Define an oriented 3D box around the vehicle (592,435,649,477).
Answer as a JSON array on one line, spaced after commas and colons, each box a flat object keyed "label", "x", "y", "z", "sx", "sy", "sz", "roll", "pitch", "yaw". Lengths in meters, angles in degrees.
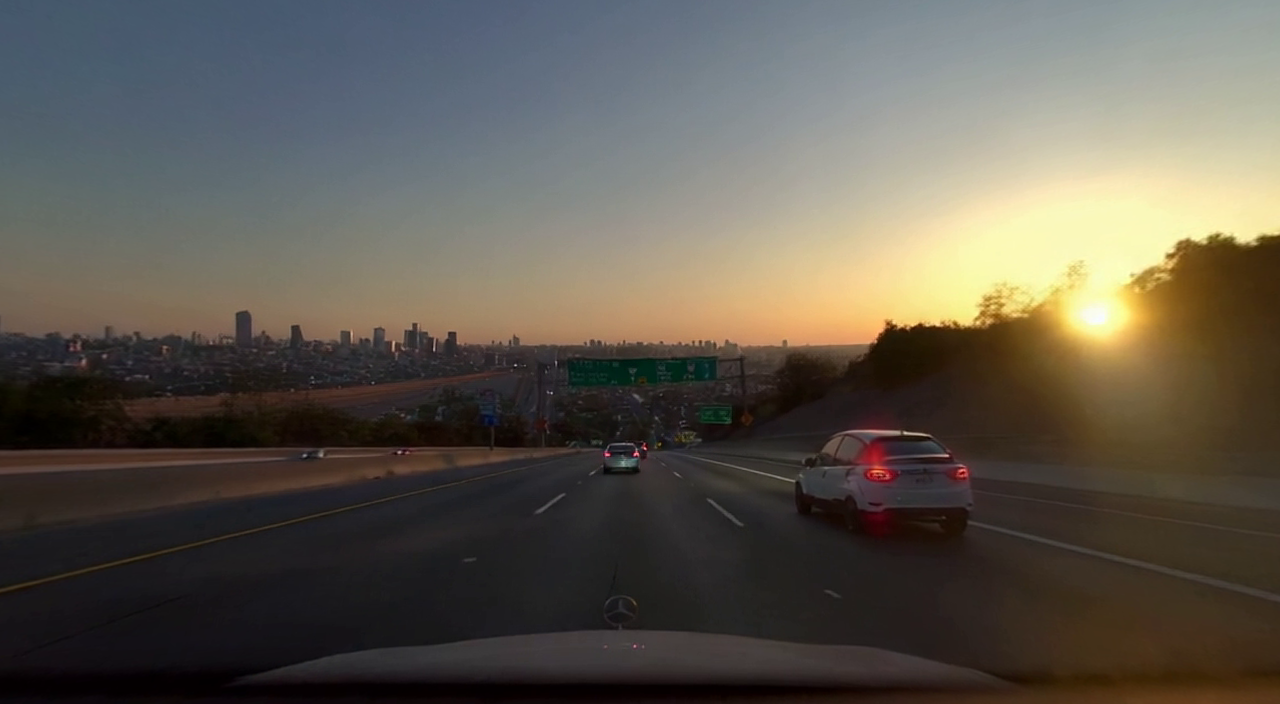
[{"label": "vehicle", "x": -0.738, "y": 4.233, "z": 25.826, "sx": 2.147, "sy": 1.576, "sz": 3.964, "roll": 0, "pitch": -8, "yaw": 0}]
